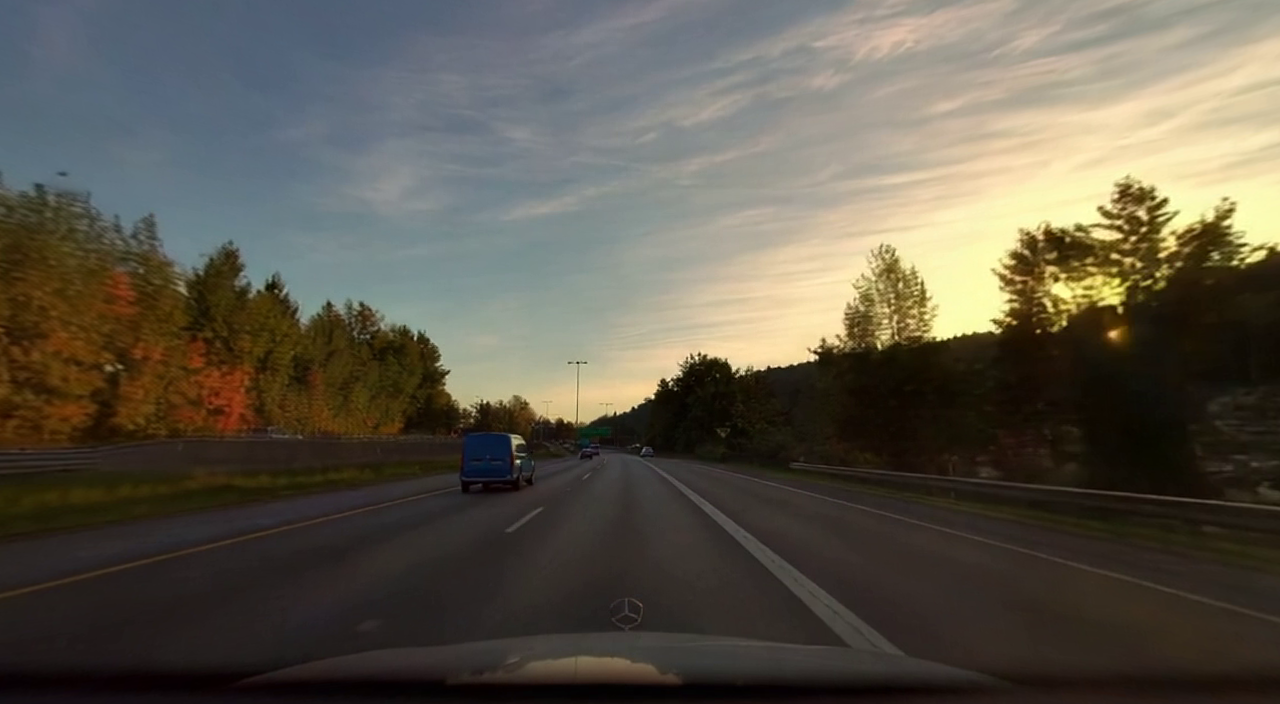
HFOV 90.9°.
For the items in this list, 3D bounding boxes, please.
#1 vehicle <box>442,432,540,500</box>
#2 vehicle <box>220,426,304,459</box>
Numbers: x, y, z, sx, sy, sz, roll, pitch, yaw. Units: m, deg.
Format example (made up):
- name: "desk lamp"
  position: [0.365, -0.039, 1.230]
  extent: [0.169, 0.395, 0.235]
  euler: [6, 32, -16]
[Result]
- name: "vehicle"
  position: [-4.349, 3.402, 19.157]
  extent: [1.971, 1.795, 4.389]
  euler: [0, -9, -1]
- name: "vehicle"
  position: [-18.550, 4.494, 31.096]
  extent: [1.879, 1.492, 3.607]
  euler: [0, -9, 0]
